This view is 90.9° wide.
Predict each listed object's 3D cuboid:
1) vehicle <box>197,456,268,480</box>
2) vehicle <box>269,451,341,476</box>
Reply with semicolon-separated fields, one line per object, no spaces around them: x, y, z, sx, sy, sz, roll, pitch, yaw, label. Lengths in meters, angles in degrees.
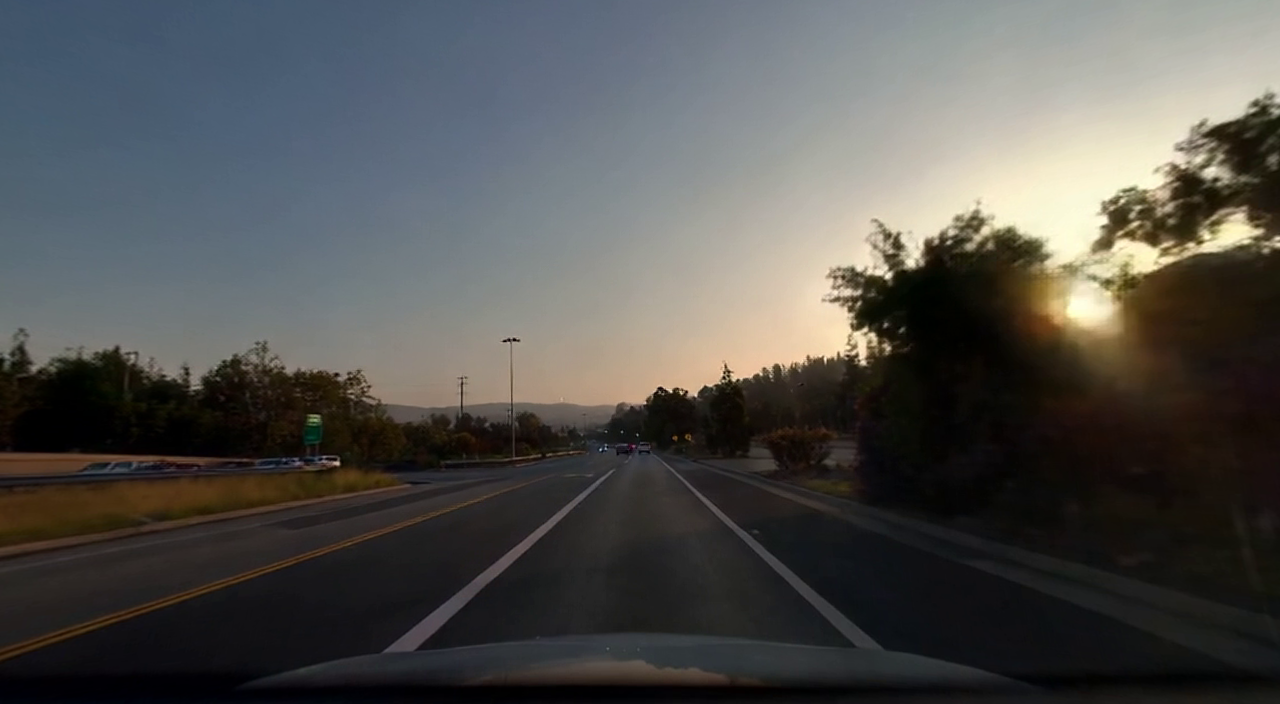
-31.556;8.969;48.871;4.260;1.498;1.850;-3;-8;-1;vehicle
-25.786;8.599;48.645;4.495;1.641;1.966;-3;-9;3;vehicle
